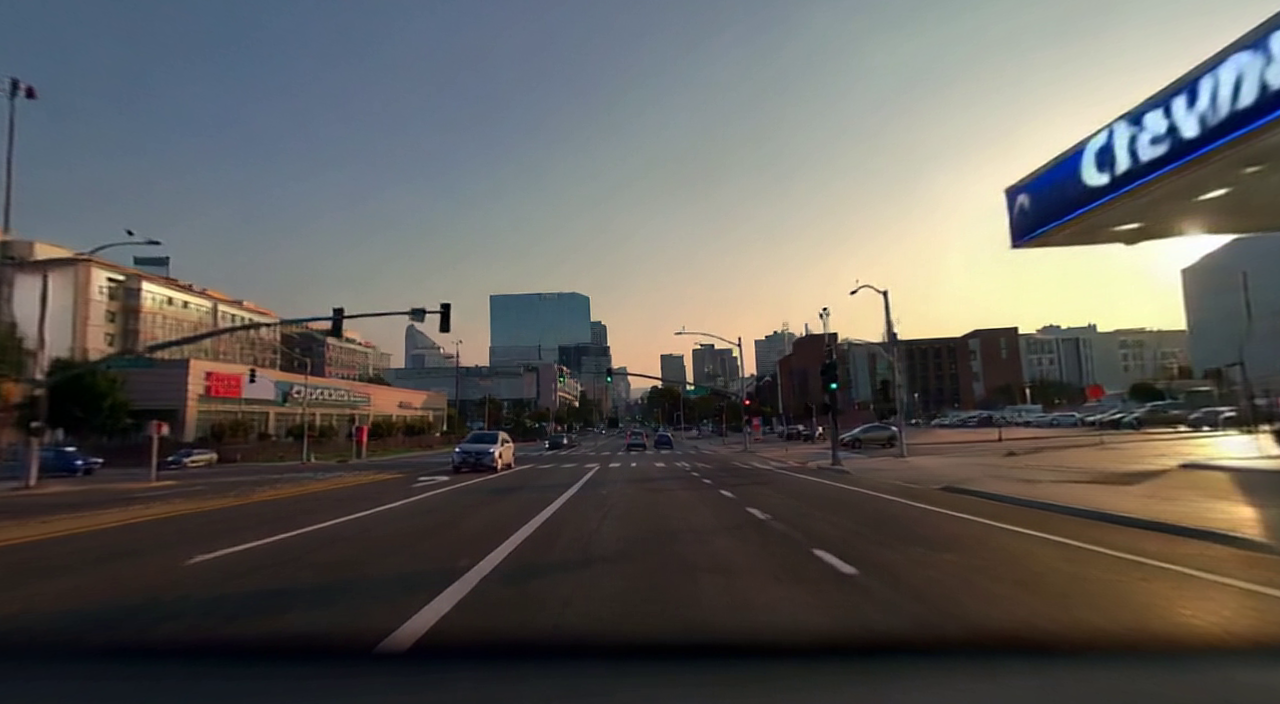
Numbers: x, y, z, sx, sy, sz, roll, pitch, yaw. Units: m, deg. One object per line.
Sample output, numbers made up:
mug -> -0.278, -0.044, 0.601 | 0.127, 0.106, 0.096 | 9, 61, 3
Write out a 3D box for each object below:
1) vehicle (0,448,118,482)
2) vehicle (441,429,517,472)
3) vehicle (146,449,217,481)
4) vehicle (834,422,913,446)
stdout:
vehicle -> -33.012, 6.353, 35.680 | 5.040, 1.826, 2.155 | 0, -8, -1
vehicle -> -6.831, 4.236, 27.292 | 2.074, 1.692, 4.333 | 0, -8, 1
vehicle -> -23.277, 5.682, 31.995 | 4.444, 1.457, 1.927 | -8, -11, 42
vehicle -> 16.211, 5.725, 44.041 | 4.727, 1.585, 2.066 | -1, -8, 1
